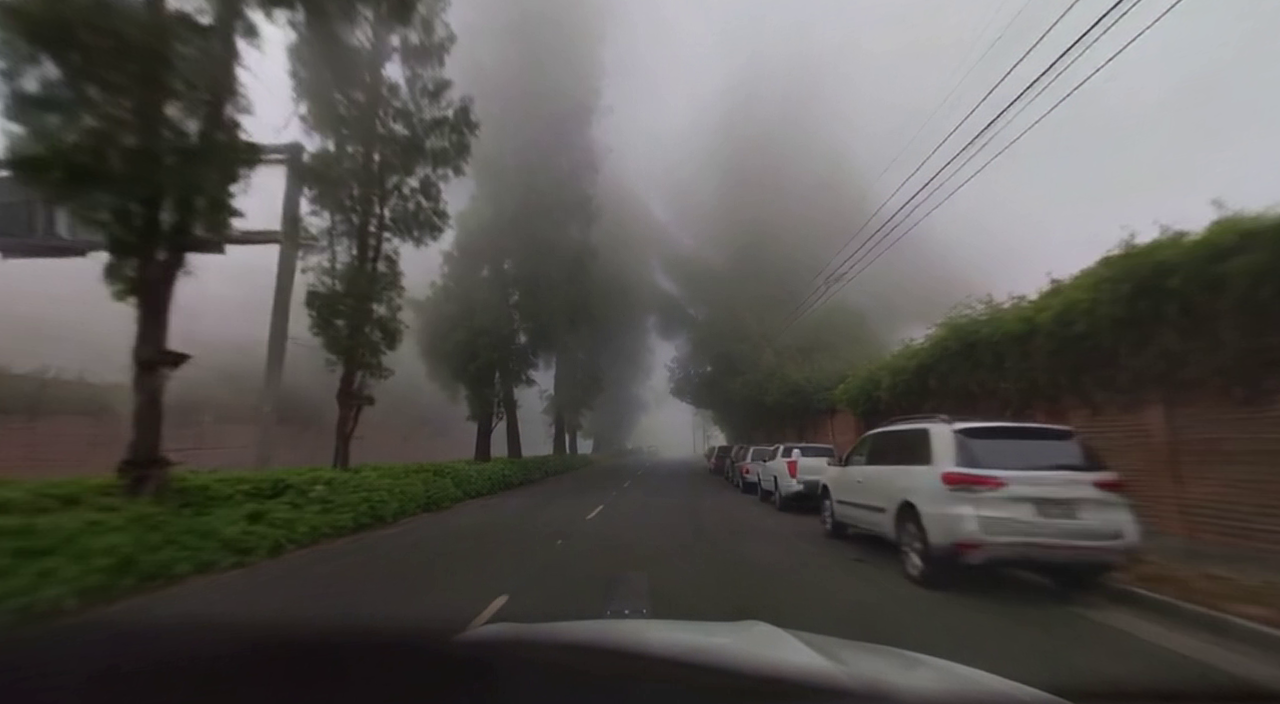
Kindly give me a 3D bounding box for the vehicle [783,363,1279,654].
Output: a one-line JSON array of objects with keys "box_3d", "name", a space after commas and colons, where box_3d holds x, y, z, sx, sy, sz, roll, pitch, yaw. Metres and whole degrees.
[{"box_3d": [3.599, 1.539, 7.518, 2.518, 1.943, 6.415, 0, -9, 2], "name": "vehicle"}]
